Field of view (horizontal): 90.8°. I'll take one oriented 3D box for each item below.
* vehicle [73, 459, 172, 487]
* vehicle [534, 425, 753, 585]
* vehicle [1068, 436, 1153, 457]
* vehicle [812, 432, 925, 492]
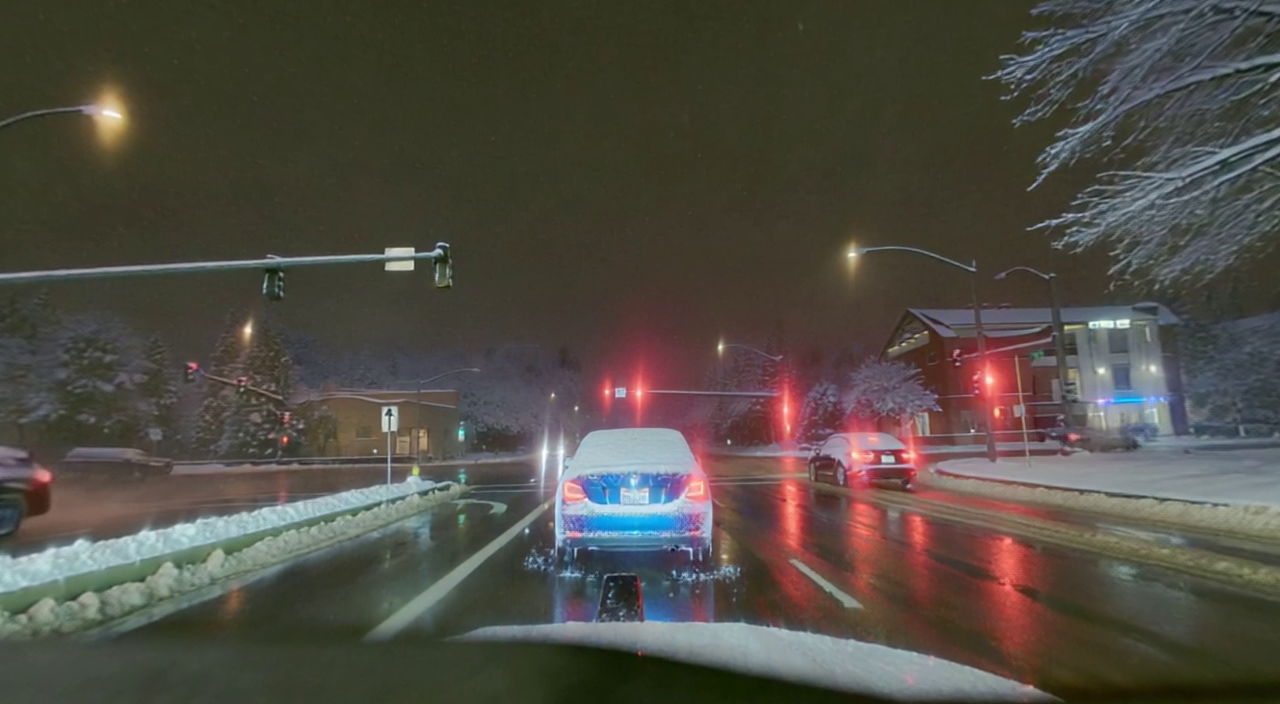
[{"bbox_3d":[-32.399,7.551,39.637,4.401,1.625,1.863,0,-8,-4],"label":"vehicle"},{"bbox_3d":[-0.024,1.764,8.151,2.070,1.488,4.206,0,-8,-2],"label":"vehicle"},{"bbox_3d":[33.087,6.637,44.445,4.563,1.454,2.056,1,-9,-8],"label":"vehicle"},{"bbox_3d":[7.054,3.440,20.068,2.039,1.692,4.319,0,-8,1],"label":"vehicle"}]
